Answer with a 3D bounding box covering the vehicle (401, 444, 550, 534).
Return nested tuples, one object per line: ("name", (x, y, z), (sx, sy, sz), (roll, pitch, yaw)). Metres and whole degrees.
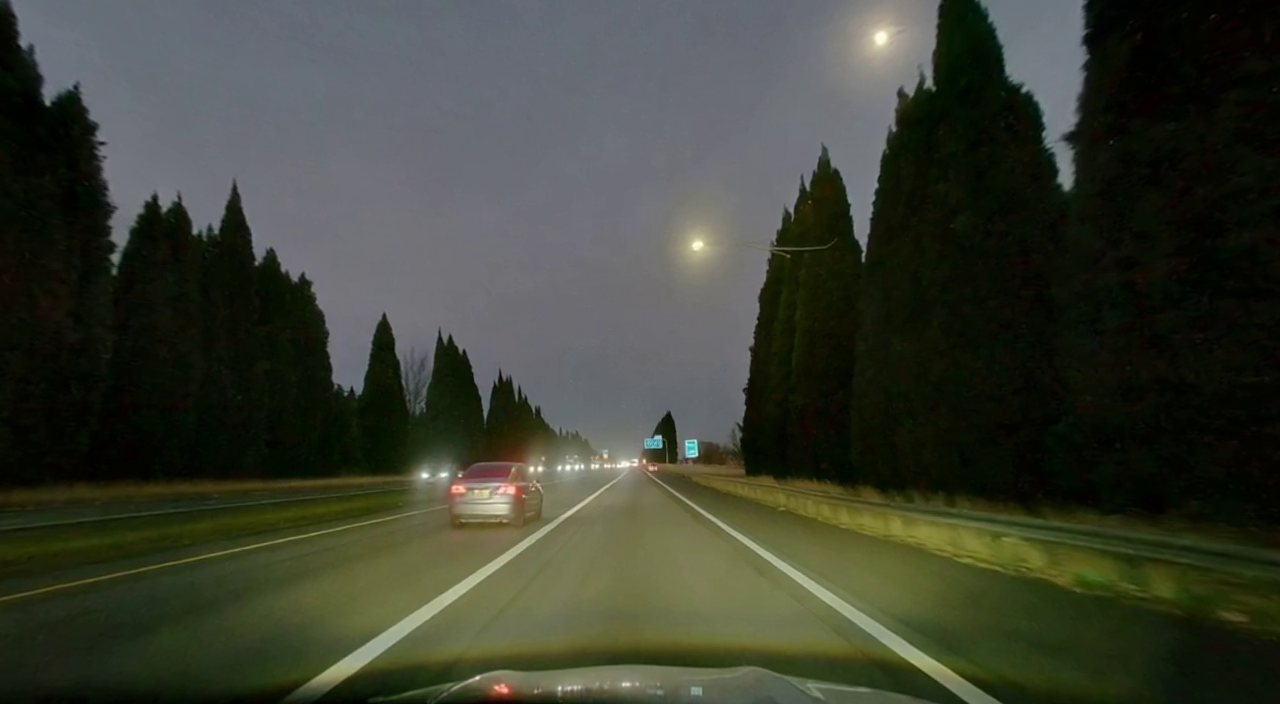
("vehicle", (-3.382, 2.949, 13.911), (2.104, 1.655, 4.039), (0, -10, 1))
